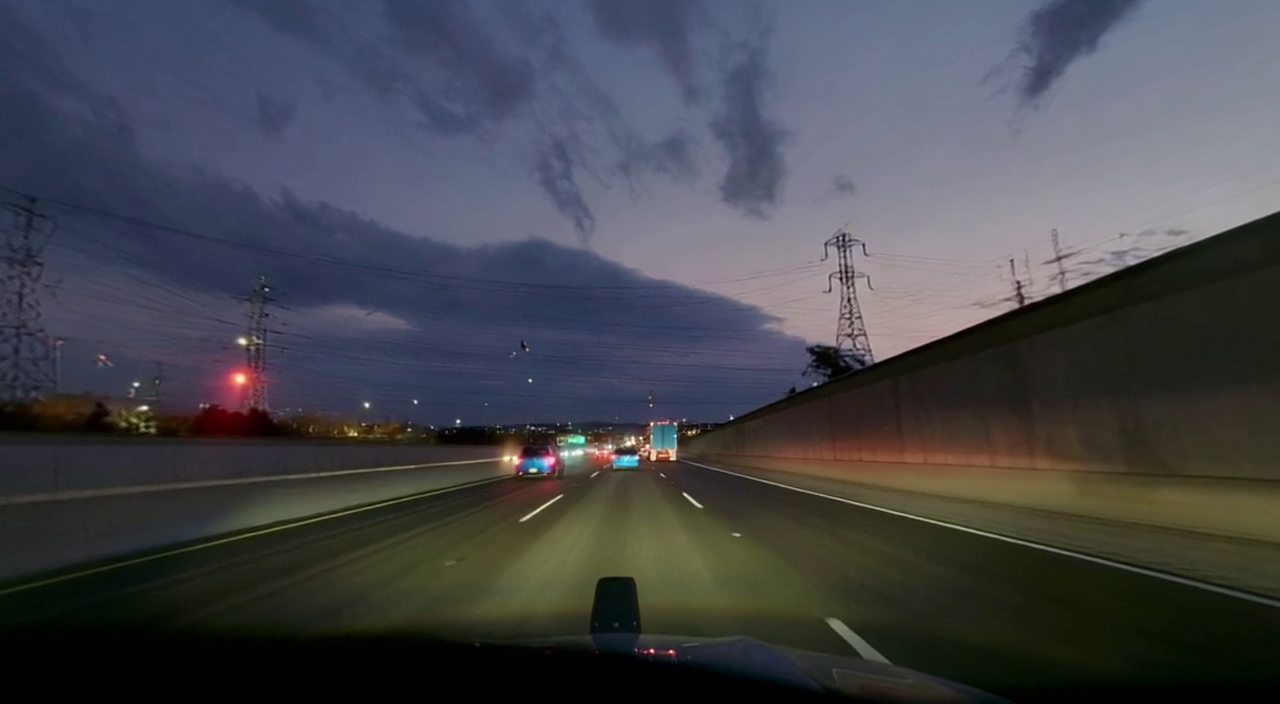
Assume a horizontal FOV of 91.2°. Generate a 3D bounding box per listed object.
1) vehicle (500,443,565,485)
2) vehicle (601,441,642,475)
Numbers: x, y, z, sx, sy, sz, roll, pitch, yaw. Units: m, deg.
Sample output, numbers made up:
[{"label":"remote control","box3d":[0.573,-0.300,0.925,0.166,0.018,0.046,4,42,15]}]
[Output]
[{"label":"vehicle","box3d":[-4.276,4.516,25.530,1.987,1.548,3.981,0,-9,-1]},{"label":"vehicle","box3d":[-0.912,5.465,32.376,2.004,1.615,4.113,0,-9,0]}]
